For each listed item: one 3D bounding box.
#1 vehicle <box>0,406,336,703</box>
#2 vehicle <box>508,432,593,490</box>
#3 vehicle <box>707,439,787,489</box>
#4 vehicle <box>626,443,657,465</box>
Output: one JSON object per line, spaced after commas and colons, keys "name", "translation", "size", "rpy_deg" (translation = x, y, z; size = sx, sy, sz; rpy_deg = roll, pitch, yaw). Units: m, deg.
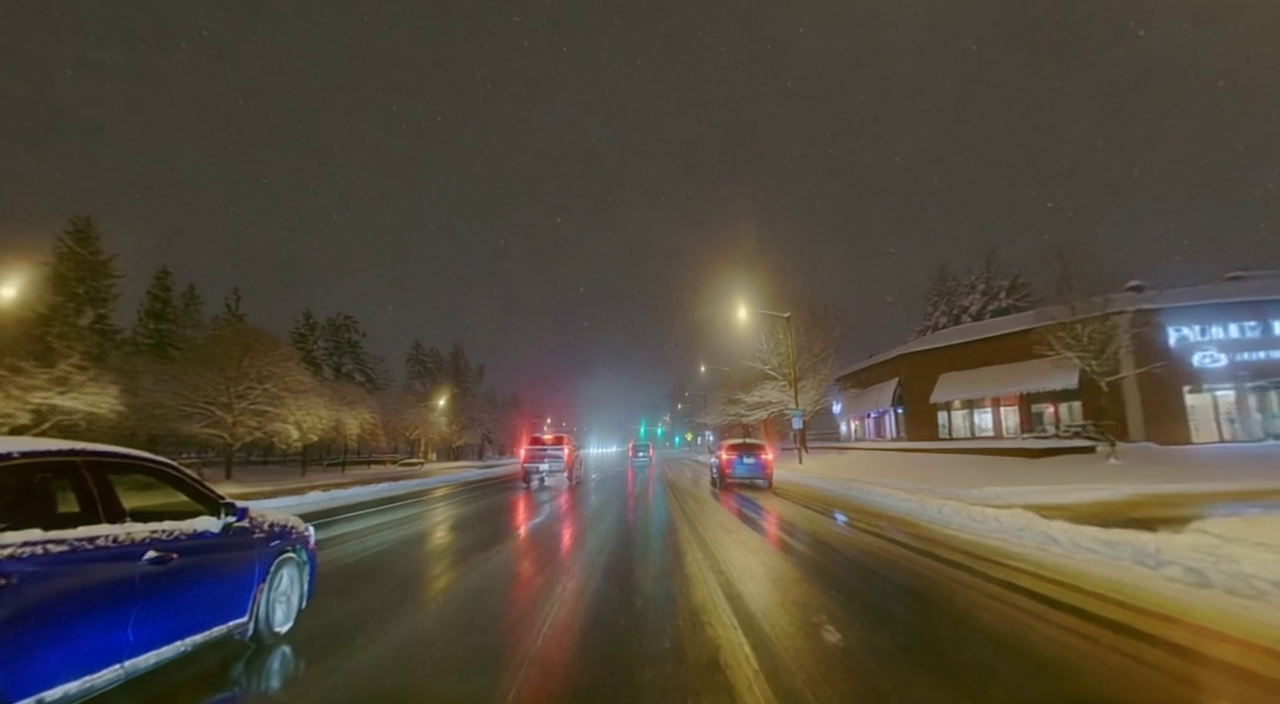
{"name": "vehicle", "translation": [-3.242, 0.926, 2.182], "size": [1.956, 1.460, 4.802], "rpy_deg": [0, -8, 0]}
{"name": "vehicle", "translation": [-2.938, 3.714, 21.876], "size": [2.193, 1.788, 4.603], "rpy_deg": [0, -8, 1]}
{"name": "vehicle", "translation": [3.461, 3.699, 21.213], "size": [1.904, 1.490, 4.299], "rpy_deg": [0, -8, -1]}
{"name": "vehicle", "translation": [0.116, 7.148, 44.230], "size": [2.069, 1.445, 3.965], "rpy_deg": [0, -8, 0]}
